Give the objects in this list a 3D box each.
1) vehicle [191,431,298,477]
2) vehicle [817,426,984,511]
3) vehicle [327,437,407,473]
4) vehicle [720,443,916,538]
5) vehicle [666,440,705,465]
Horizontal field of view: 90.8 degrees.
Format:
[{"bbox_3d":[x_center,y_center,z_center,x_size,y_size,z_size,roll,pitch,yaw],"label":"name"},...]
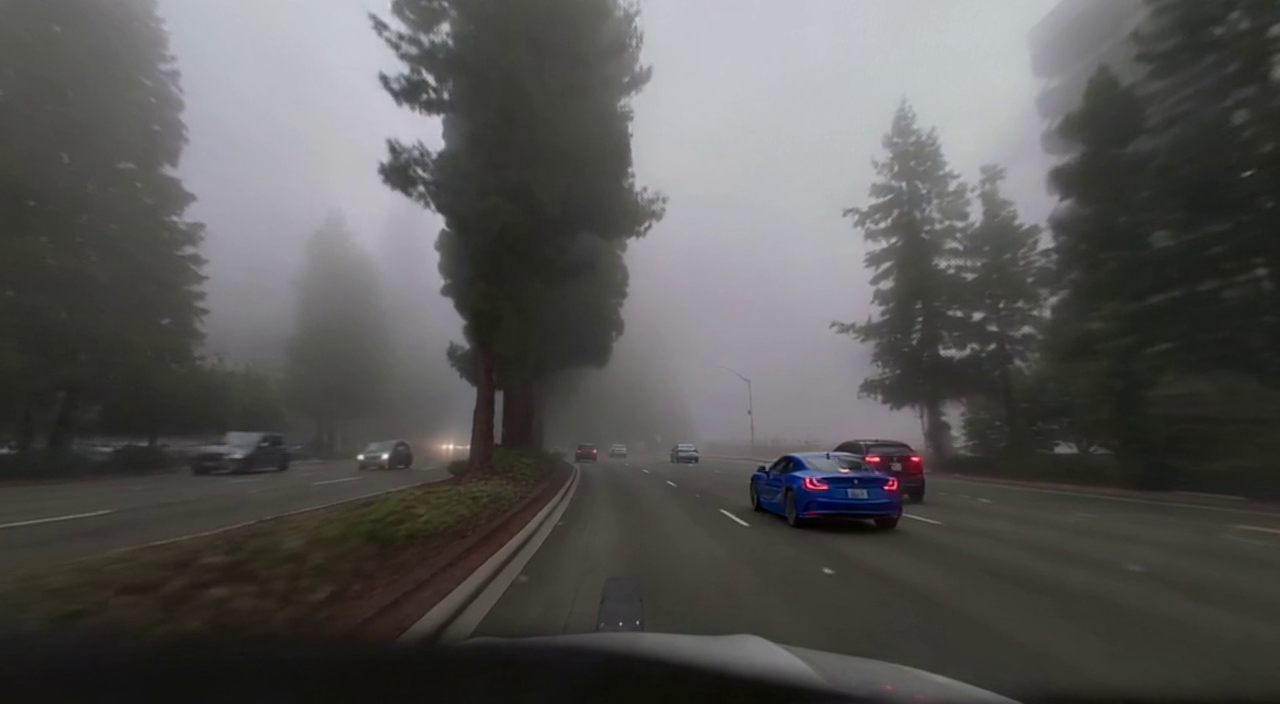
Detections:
[{"bbox_3d":[-15.805,4.089,25.543,1.980,1.683,3.956,1,-8,-5],"label":"vehicle"},{"bbox_3d":[6.048,2.746,15.355,1.987,1.730,4.373,0,-8,-3],"label":"vehicle"},{"bbox_3d":[-12.361,4.685,28.924,1.921,1.472,4.550,1,-8,-4],"label":"vehicle"},{"bbox_3d":[2.861,2.332,11.364,1.990,1.347,4.388,1,-8,-4],"label":"vehicle"},{"bbox_3d":[3.172,7.143,45.144,1.931,1.685,4.054,1,-9,-8],"label":"vehicle"}]
